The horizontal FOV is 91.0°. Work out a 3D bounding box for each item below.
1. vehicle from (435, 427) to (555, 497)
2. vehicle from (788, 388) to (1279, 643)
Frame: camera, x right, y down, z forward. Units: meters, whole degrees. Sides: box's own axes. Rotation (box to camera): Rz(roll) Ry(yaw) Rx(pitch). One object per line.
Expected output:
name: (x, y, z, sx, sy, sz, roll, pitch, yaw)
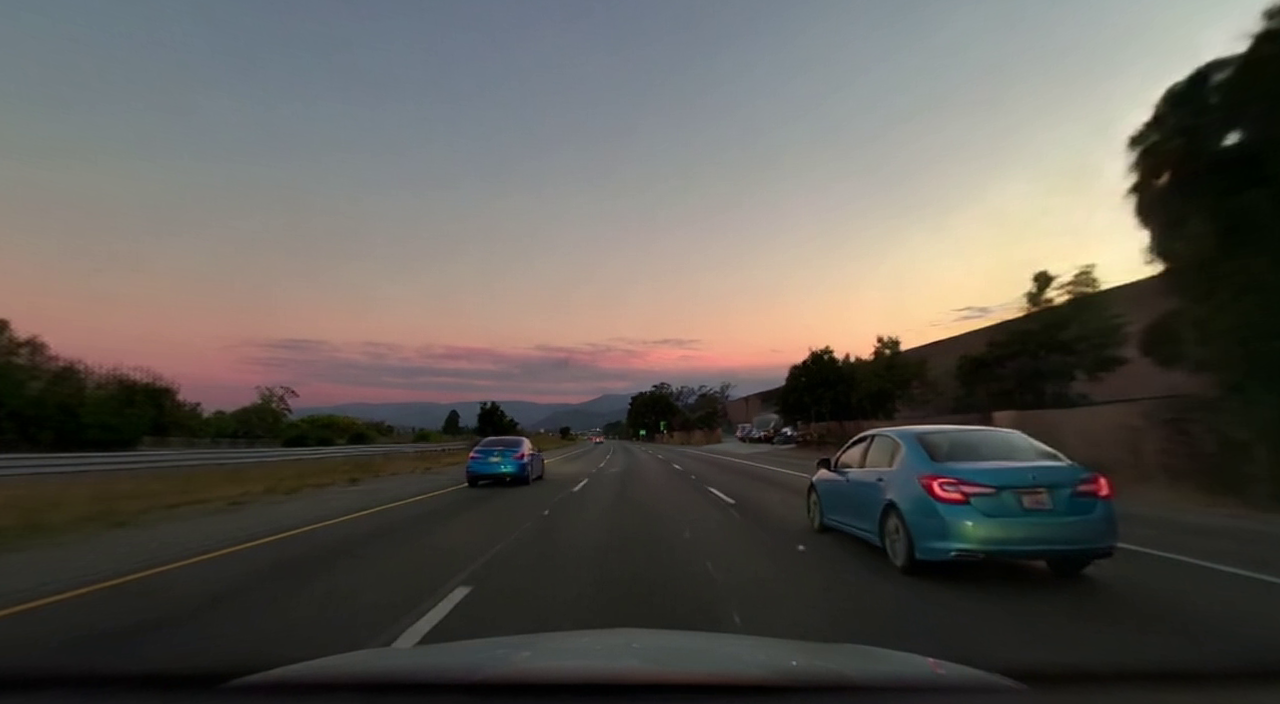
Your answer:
vehicle: (-3.687, 2.892, 16.926, 2.206, 1.604, 4.374, -1, -8, 0)
vehicle: (3.227, 1.368, 6.312, 2.349, 1.651, 4.161, 0, -8, -2)
